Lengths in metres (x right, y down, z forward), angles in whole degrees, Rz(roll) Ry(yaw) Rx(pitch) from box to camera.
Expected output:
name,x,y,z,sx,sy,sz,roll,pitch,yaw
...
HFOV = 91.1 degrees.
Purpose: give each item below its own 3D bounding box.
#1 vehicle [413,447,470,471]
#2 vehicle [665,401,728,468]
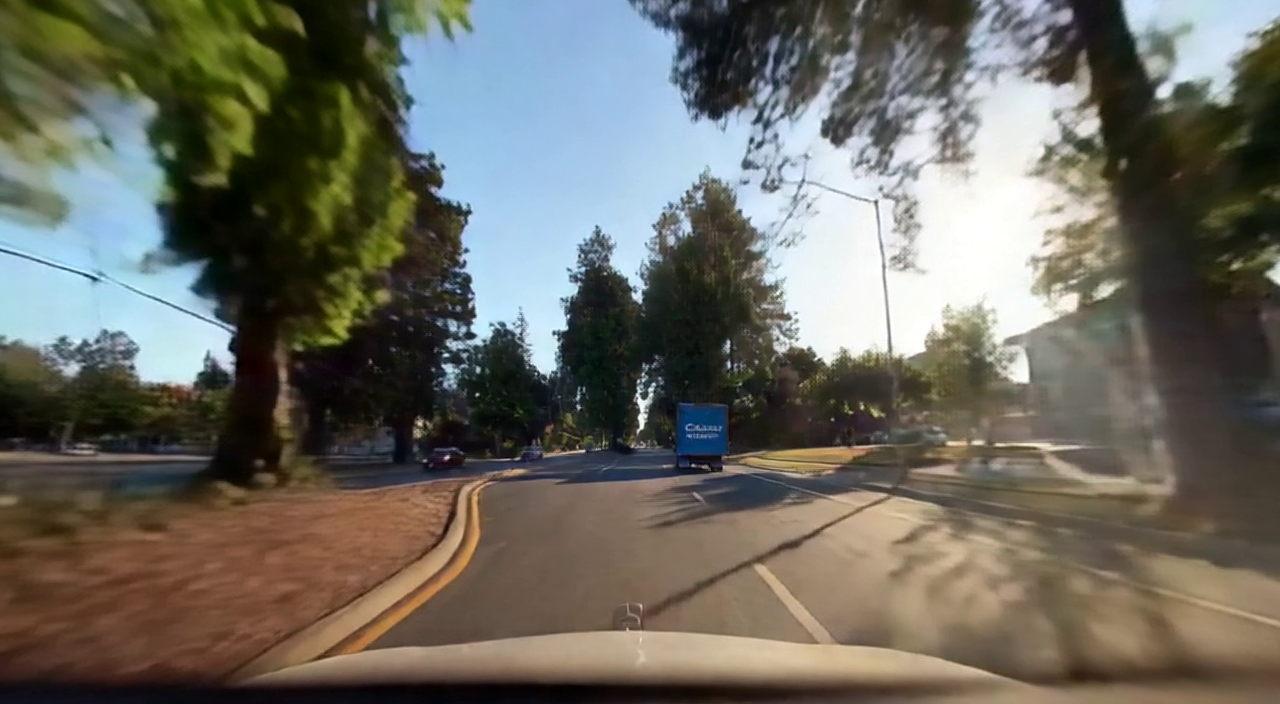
name,x,y,z,sx,sy,sz,roll,pitch,yaw
vehicle,-11.945,6.438,38.014,1.973,1.368,4.253,0,-8,1
vehicle,3.472,5.474,41.084,2.973,3.848,9.336,0,-8,-2
